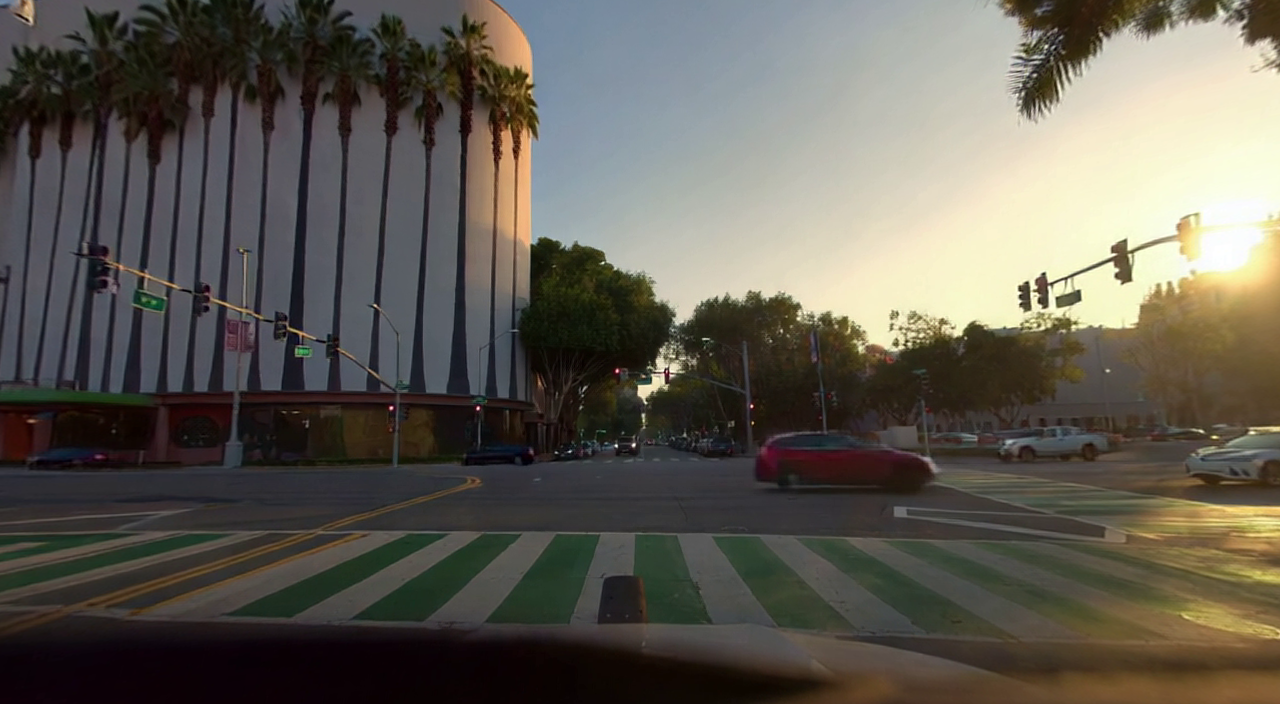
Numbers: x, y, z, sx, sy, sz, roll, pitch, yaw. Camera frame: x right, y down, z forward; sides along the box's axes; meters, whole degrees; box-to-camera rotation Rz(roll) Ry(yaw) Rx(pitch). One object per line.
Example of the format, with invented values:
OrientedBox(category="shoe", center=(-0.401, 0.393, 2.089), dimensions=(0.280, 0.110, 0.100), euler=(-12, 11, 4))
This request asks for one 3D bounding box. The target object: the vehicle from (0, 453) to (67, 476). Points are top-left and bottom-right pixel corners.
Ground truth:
OrientedBox(category="vehicle", center=(-41.656, 7.608, 42.792), dimensions=(3.698, 1.508, 1.779), euler=(0, -8, 1))

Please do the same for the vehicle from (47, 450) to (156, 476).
OrientedBox(category="vehicle", center=(-31.928, 6.566, 37.443), dimensions=(4.784, 1.465, 1.798), euler=(0, -8, 0))

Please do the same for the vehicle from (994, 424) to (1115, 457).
OrientedBox(category="vehicle", center=(24.183, 5.198, 36.943), dimensions=(5.477, 1.880, 2.125), euler=(0, -8, 1))

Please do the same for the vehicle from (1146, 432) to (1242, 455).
OrientedBox(category="vehicle", center=(36.188, 6.013, 41.239), dimensions=(4.606, 1.449, 1.687), euler=(0, -8, 2))

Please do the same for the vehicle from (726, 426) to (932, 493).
OrientedBox(category="vehicle", center=(4.891, 2.859, 16.908), dimensions=(4.875, 1.669, 1.953), euler=(0, -8, 1))

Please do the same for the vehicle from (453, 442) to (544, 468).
OrientedBox(category="vehicle", center=(-8.206, 6.041, 36.942), dimensions=(4.893, 1.458, 1.791), euler=(0, -8, 1))
